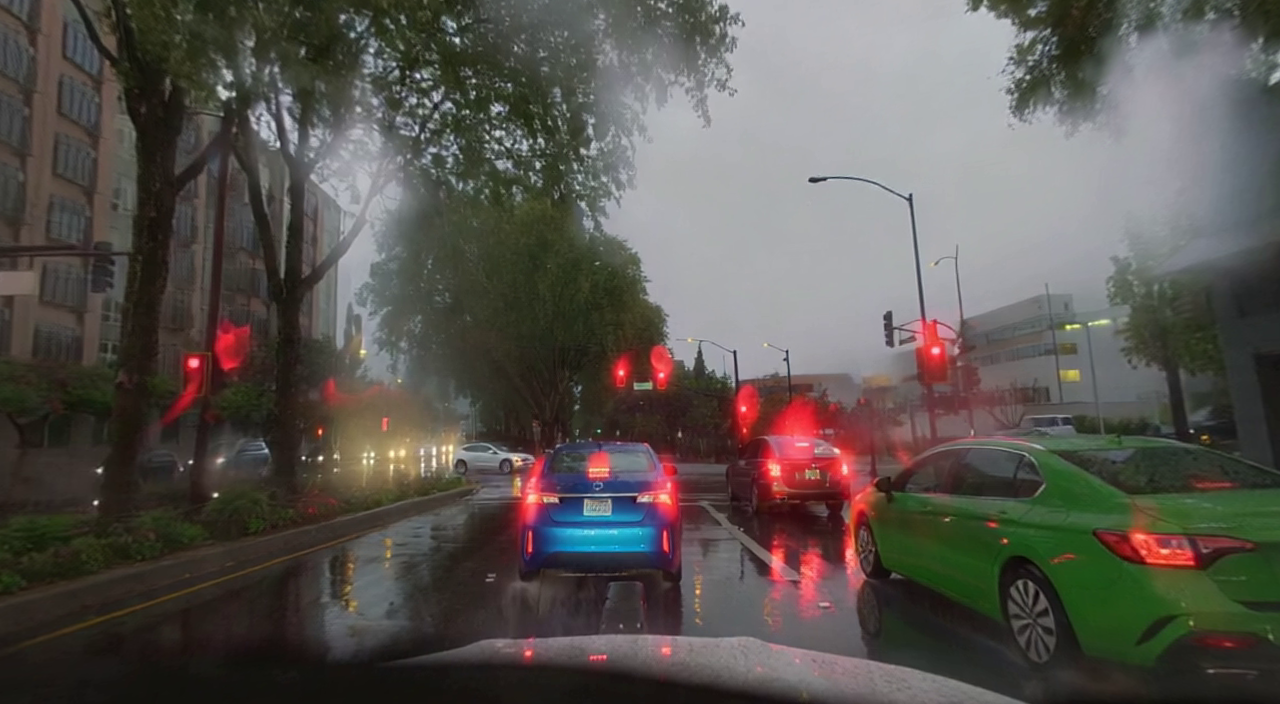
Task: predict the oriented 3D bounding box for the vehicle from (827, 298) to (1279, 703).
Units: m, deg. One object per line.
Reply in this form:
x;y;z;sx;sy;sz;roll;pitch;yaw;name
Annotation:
3.583;1.104;5.060;2.572;1.945;5.065;0;-8;0;vehicle

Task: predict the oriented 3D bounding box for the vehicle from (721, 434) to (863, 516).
3.182;2.670;14.298;2.026;1.549;4.559;0;-8;-1;vehicle

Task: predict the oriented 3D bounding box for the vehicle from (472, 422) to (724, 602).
-0.374;1.652;7.388;2.143;1.520;3.848;0;-8;-1;vehicle

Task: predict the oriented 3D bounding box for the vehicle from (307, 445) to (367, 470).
-21.559;7.480;45.123;1.935;1.701;4.590;0;-8;1;vehicle

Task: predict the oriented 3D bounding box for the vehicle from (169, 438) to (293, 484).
-17.987;4.805;28.155;2.295;1.858;4.748;0;-8;0;vehicle

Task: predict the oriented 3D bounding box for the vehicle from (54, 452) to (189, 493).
-21.175;4.910;26.092;1.859;1.473;4.400;0;-8;-1;vehicle
